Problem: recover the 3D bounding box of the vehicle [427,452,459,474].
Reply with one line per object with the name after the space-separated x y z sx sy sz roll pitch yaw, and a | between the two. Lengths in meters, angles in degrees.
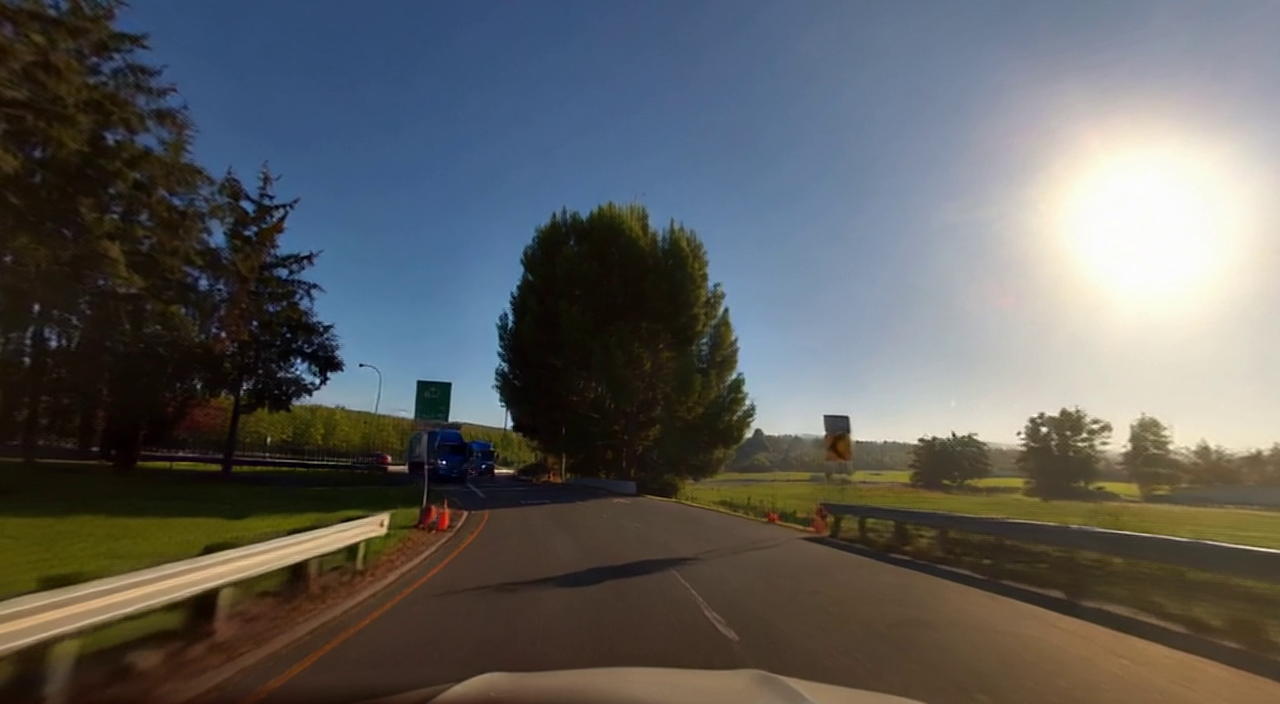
-15.048 8.488 47.826 2.039 1.536 3.648 4 -11 -19 | vehicle
